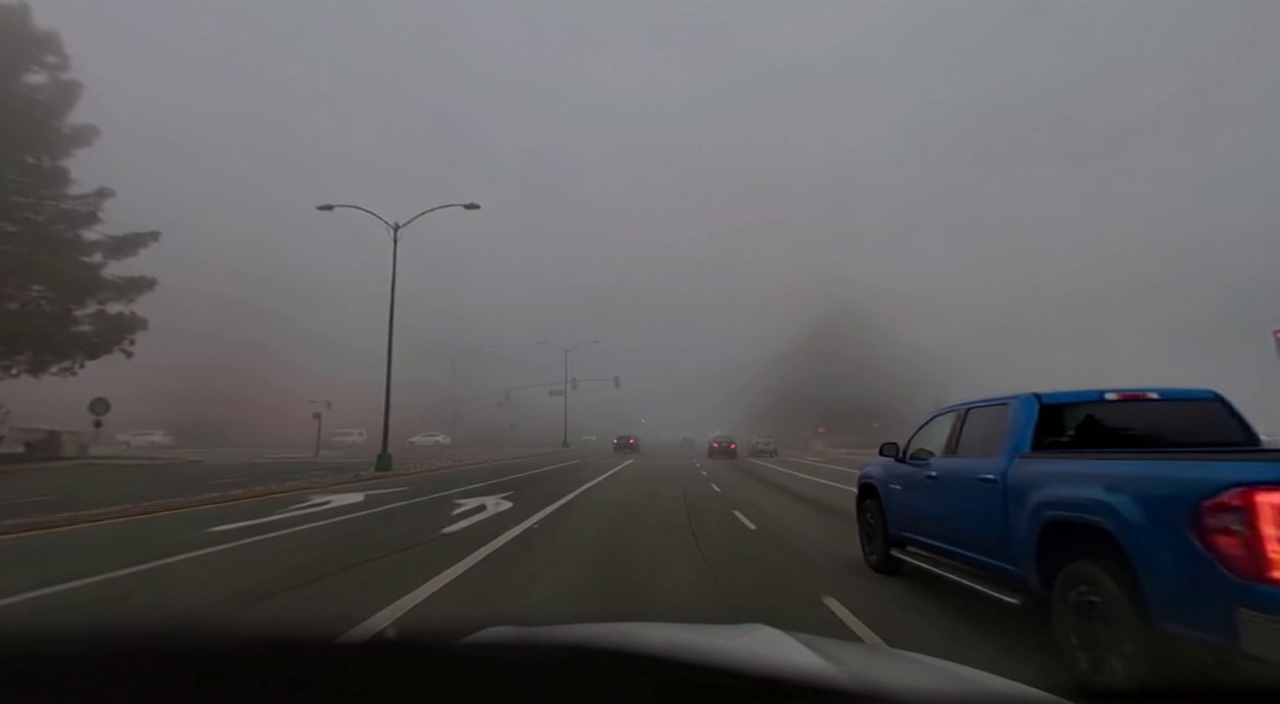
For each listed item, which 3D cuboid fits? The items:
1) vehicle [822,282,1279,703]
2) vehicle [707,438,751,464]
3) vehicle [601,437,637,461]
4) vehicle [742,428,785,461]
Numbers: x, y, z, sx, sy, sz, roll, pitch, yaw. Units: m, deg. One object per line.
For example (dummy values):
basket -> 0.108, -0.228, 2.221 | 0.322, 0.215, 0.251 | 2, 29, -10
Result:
vehicle -> 3.238, 0.968, 4.170 | 2.333, 1.777, 5.713 | 0, -8, 0
vehicle -> 5.596, 6.284, 40.252 | 2.292, 1.563, 4.734 | 0, -8, 2
vehicle -> -1.386, 6.636, 43.338 | 1.958, 1.542, 4.175 | -1, -8, 5
vehicle -> 8.844, 6.678, 45.612 | 2.186, 2.202, 5.426 | 0, -8, 3
